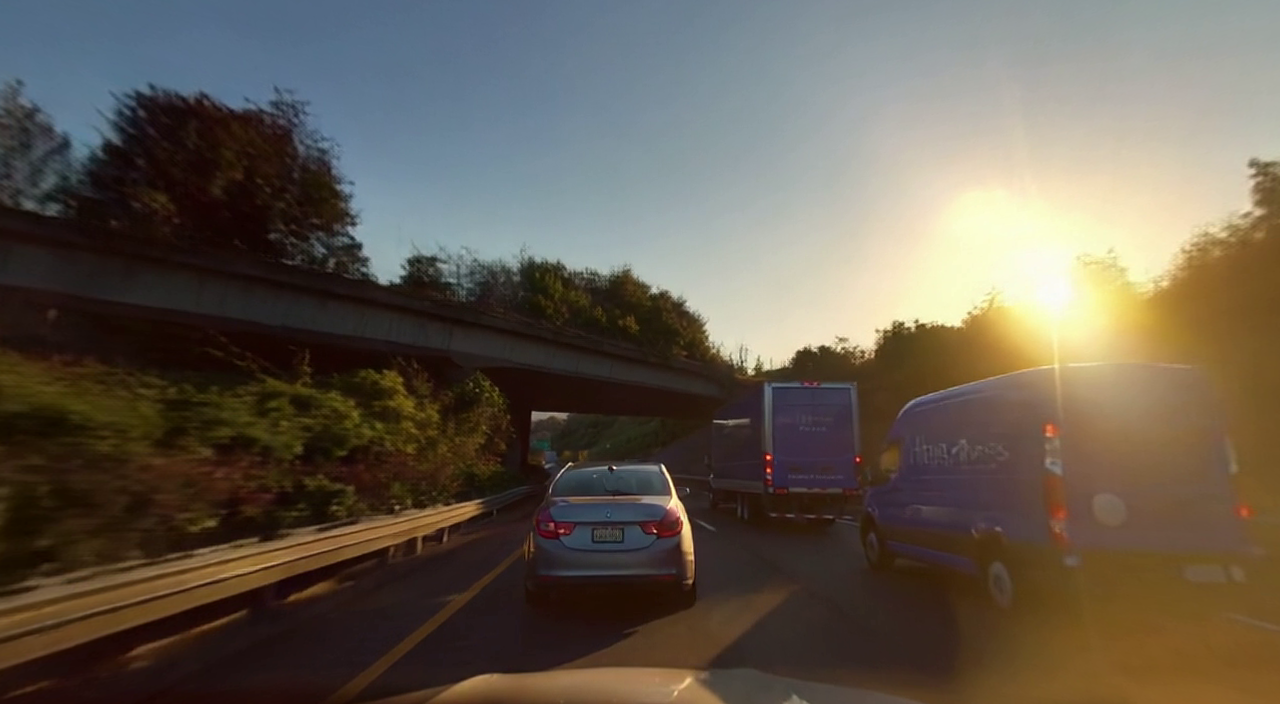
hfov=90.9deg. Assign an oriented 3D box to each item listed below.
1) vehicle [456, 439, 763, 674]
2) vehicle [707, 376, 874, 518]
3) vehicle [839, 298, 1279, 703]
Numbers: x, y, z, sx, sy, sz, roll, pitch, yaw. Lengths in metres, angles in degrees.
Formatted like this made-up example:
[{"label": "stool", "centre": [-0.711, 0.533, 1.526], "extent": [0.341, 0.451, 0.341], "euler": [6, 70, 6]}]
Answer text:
[{"label": "vehicle", "centre": [-0.245, 1.656, 5.874], "extent": [1.980, 1.493, 3.410], "euler": [1, -11, -2]}, {"label": "vehicle", "centre": [4.823, 3.688, 23.373], "extent": [2.936, 3.972, 11.144], "euler": [1, -11, -3]}, {"label": "vehicle", "centre": [4.163, 1.383, 6.643], "extent": [2.328, 2.537, 5.290], "euler": [1, -11, 0]}]
